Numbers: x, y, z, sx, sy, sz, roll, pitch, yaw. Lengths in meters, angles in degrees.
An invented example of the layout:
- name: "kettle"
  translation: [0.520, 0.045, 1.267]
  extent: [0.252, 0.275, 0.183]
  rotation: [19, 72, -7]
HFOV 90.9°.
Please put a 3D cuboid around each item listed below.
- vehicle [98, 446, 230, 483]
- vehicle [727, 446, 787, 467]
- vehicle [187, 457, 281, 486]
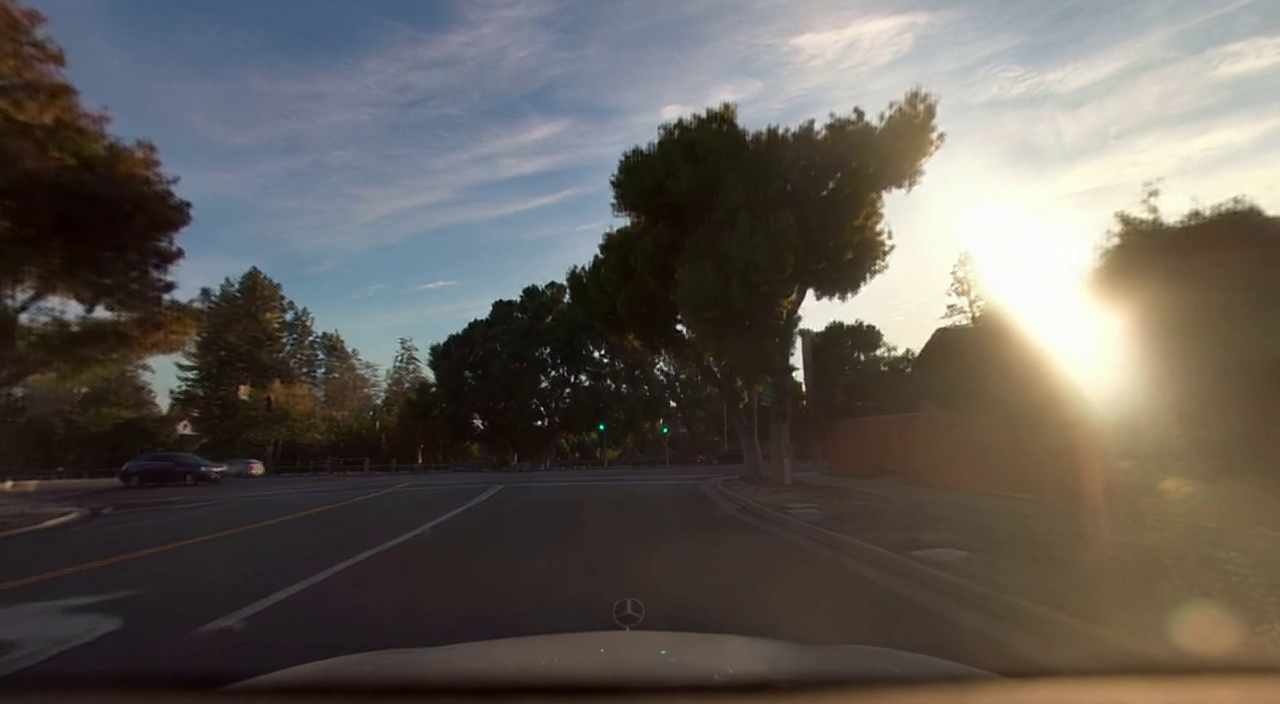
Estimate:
- name: "vehicle"
  translation: [-25.524, 6.040, 34.007]
  extent: [5.107, 1.749, 2.254]
  rotation: [0, -9, -7]
- name: "vehicle"
  translation: [9.070, 8.090, 48.984]
  extent: [4.106, 1.583, 1.806]
  rotation: [1, -8, -9]
- name: "vehicle"
  translation: [-26.534, 7.777, 41.314]
  extent: [4.664, 1.728, 1.959]
  rotation: [1, -8, -7]
